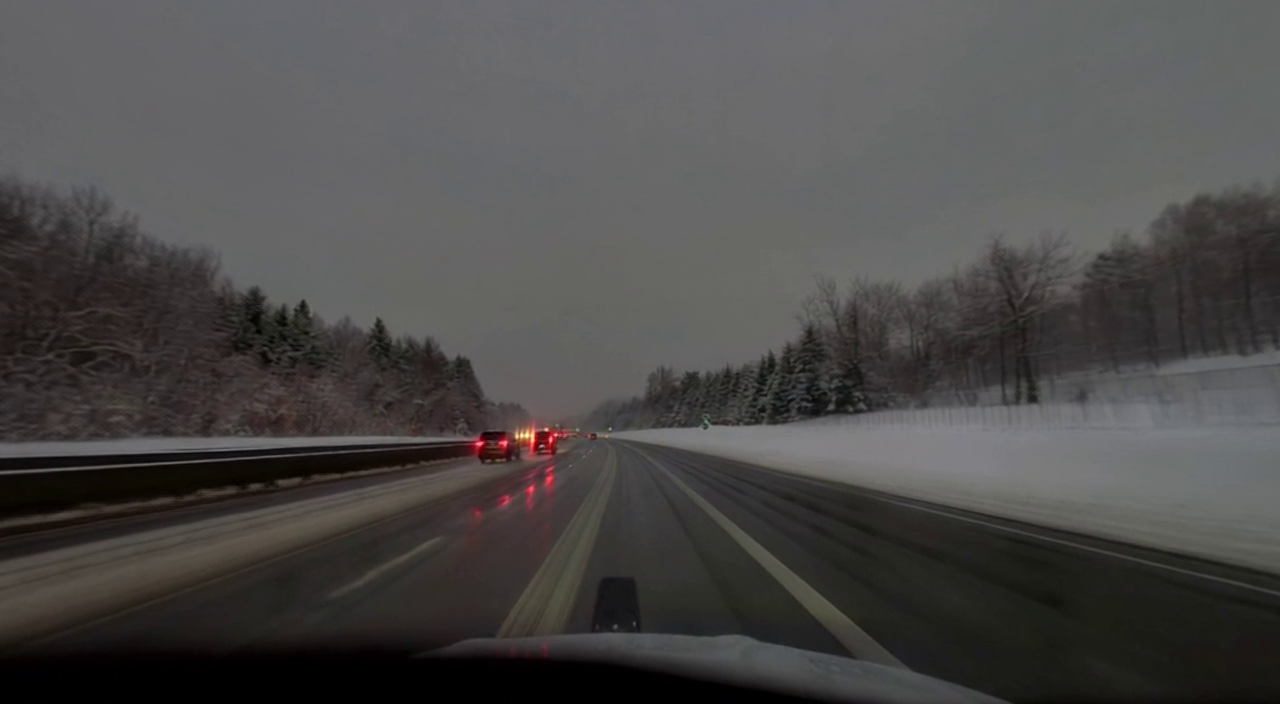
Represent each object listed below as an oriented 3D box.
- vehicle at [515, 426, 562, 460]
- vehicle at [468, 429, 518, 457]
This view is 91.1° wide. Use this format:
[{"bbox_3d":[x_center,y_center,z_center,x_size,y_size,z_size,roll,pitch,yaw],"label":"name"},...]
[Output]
[{"bbox_3d":[-5.547,4.999,34.770,2.007,1.727,4.040,0,-8,-1],"label":"vehicle"},{"bbox_3d":[-9.331,5.807,40.181,2.148,1.635,4.670,1,-8,-1],"label":"vehicle"}]
